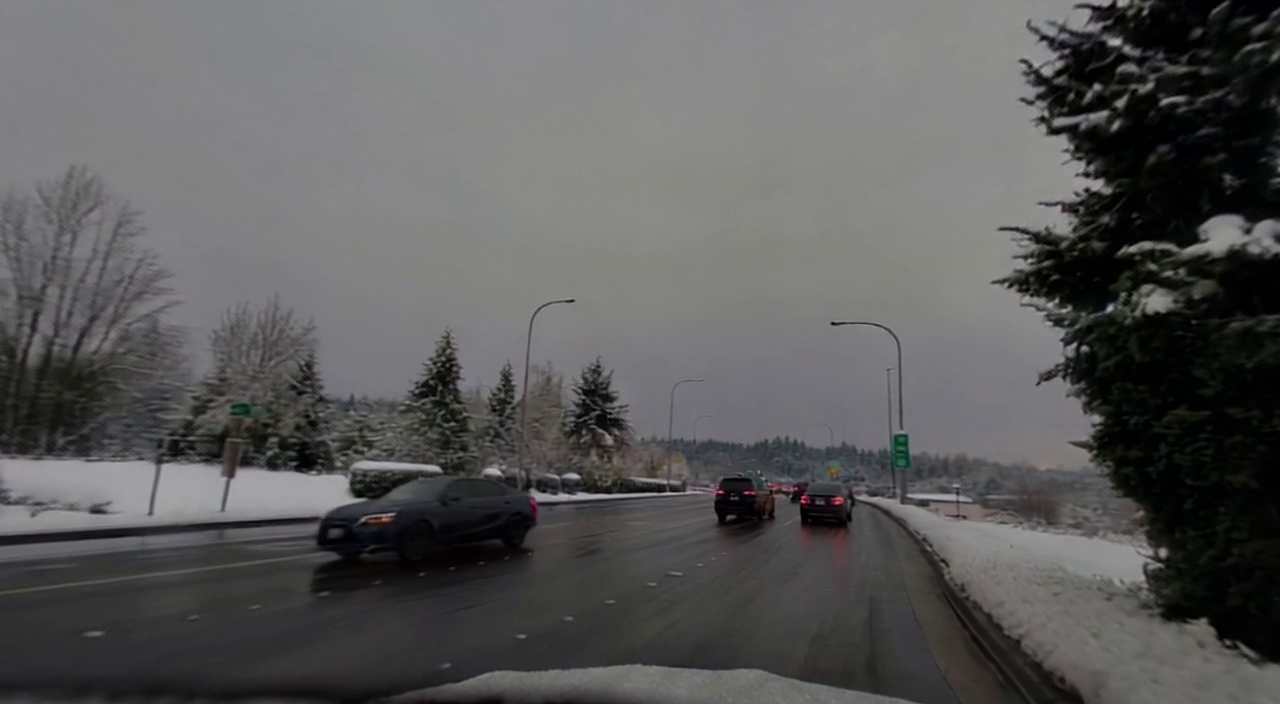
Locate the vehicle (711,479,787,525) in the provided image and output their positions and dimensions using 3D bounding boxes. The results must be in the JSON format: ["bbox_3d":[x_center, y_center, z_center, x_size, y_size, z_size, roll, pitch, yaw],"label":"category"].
[{"bbox_3d":[4.281,5.667,24.206,2.030,1.441,4.806,-3,-11,20],"label":"vehicle"}]

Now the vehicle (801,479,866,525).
[{"bbox_3d":[7.504,5.662,24.162,2.129,1.471,4.258,-3,-11,20],"label":"vehicle"}]

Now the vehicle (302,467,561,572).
[{"bbox_3d":[-3.596,2.996,12.035,2.107,1.502,4.705,-3,-11,21],"label":"vehicle"}]
